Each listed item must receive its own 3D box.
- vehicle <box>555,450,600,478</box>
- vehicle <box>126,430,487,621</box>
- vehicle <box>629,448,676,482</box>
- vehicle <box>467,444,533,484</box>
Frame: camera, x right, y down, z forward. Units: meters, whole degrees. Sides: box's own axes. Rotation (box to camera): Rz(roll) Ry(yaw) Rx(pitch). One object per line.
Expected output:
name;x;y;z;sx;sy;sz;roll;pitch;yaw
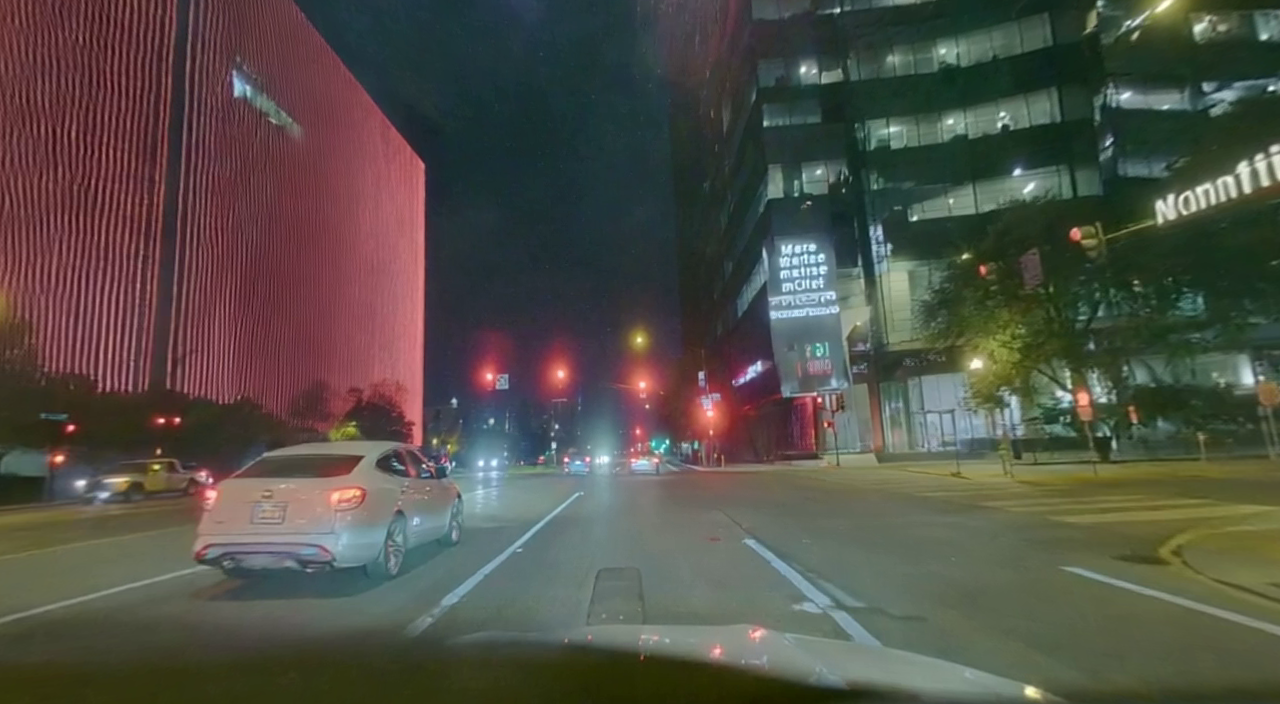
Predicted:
vehicle;-3.451;6.331;35.898;2.088;1.430;4.482;0;-8;0
vehicle;-3.201;1.704;7.137;1.983;1.545;3.773;0;-8;0
vehicle;0.548;5.429;30.728;2.102;1.482;4.125;0;-8;0
vehicle;-6.873;5.527;31.652;2.224;1.821;4.711;0;-8;0
